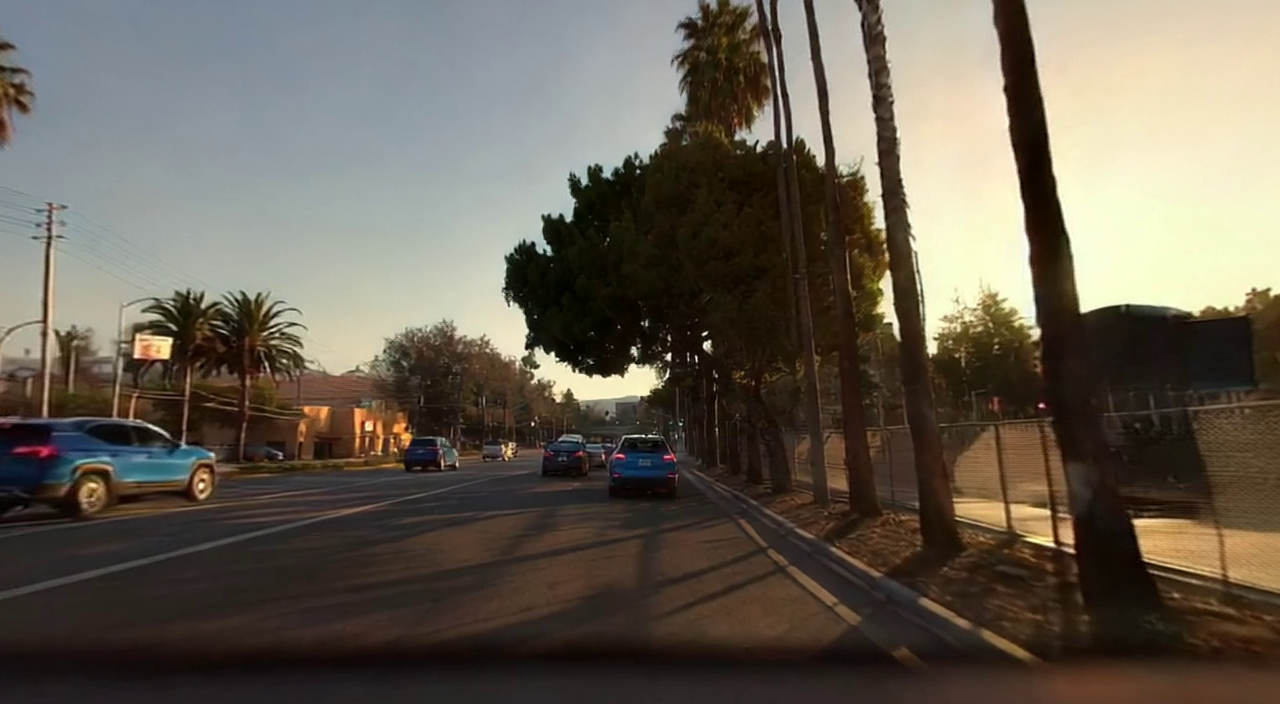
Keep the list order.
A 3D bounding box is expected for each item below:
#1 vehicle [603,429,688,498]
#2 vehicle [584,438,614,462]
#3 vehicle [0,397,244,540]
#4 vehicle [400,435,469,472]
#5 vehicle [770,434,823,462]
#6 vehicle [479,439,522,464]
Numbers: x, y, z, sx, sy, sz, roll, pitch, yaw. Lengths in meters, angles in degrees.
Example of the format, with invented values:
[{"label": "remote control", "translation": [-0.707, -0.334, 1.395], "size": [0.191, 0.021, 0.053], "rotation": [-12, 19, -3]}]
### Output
[{"label": "vehicle", "translation": [0.182, 3.076, 17.695], "size": [2.121, 1.710, 3.893], "rotation": [0, -8, 1]}, {"label": "vehicle", "translation": [-3.191, 7.791, 49.941], "size": [2.077, 1.832, 4.706], "rotation": [0, -8, 0]}, {"label": "vehicle", "translation": [-9.902, 1.966, 11.103], "size": [2.269, 1.934, 5.350], "rotation": [0, -8, 0]}, {"label": "vehicle", "translation": [-10.417, 5.194, 32.195], "size": [1.965, 1.743, 4.327], "rotation": [0, -8, 1]}, {"label": "vehicle", "translation": [8.421, 5.119, 33.553], "size": [1.837, 1.416, 3.947], "rotation": [-4, -9, 27]}, {"label": "vehicle", "translation": [-10.345, 7.449, 46.991], "size": [1.998, 1.731, 4.952], "rotation": [0, -8, 1]}]
